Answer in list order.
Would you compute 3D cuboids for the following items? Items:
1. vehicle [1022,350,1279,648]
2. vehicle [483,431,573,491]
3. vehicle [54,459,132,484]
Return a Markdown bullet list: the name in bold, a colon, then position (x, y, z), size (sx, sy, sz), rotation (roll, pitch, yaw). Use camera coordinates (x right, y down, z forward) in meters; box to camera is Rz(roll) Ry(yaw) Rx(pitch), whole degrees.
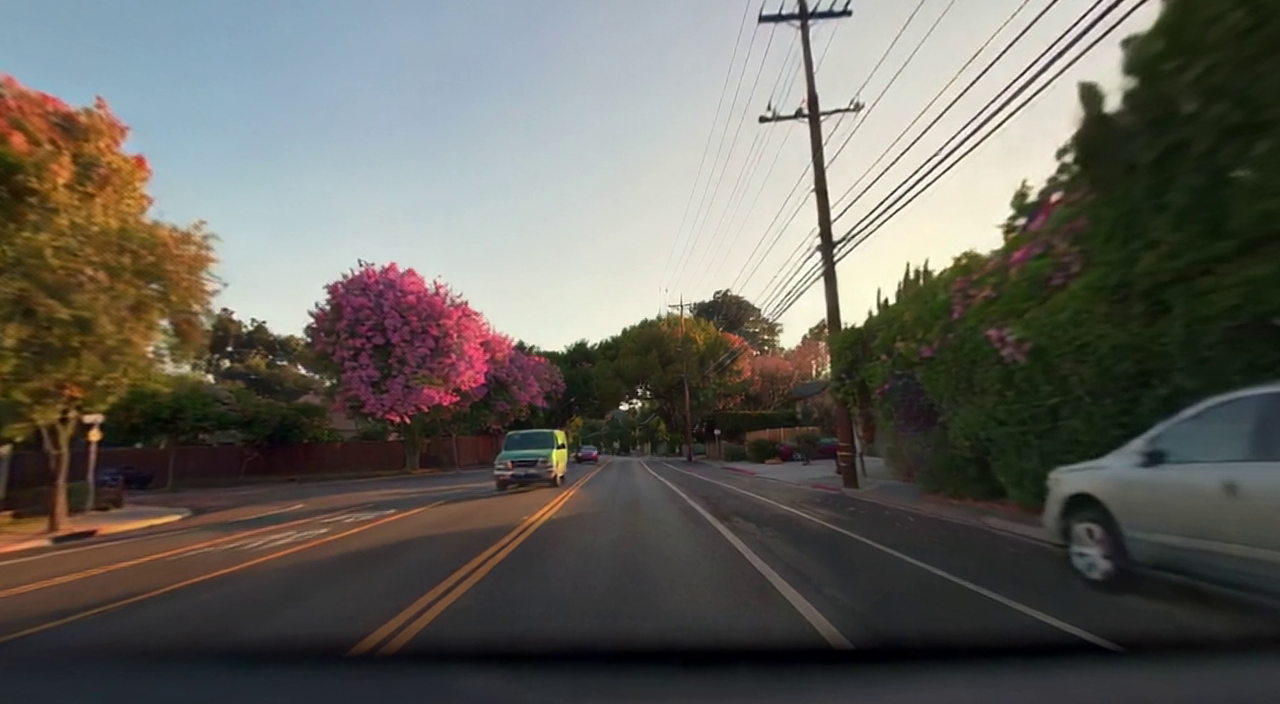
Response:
- **vehicle**: position (5.449, 1.007, 4.347), size (2.238, 1.995, 5.491), rotation (0, -9, 1)
- **vehicle**: position (-3.839, 3.849, 22.731), size (2.357, 1.893, 5.084), rotation (0, -9, -1)
- **vehicle**: position (-37.026, 8.090, 42.880), size (1.669, 1.429, 4.145), rotation (-2, -8, -1)
